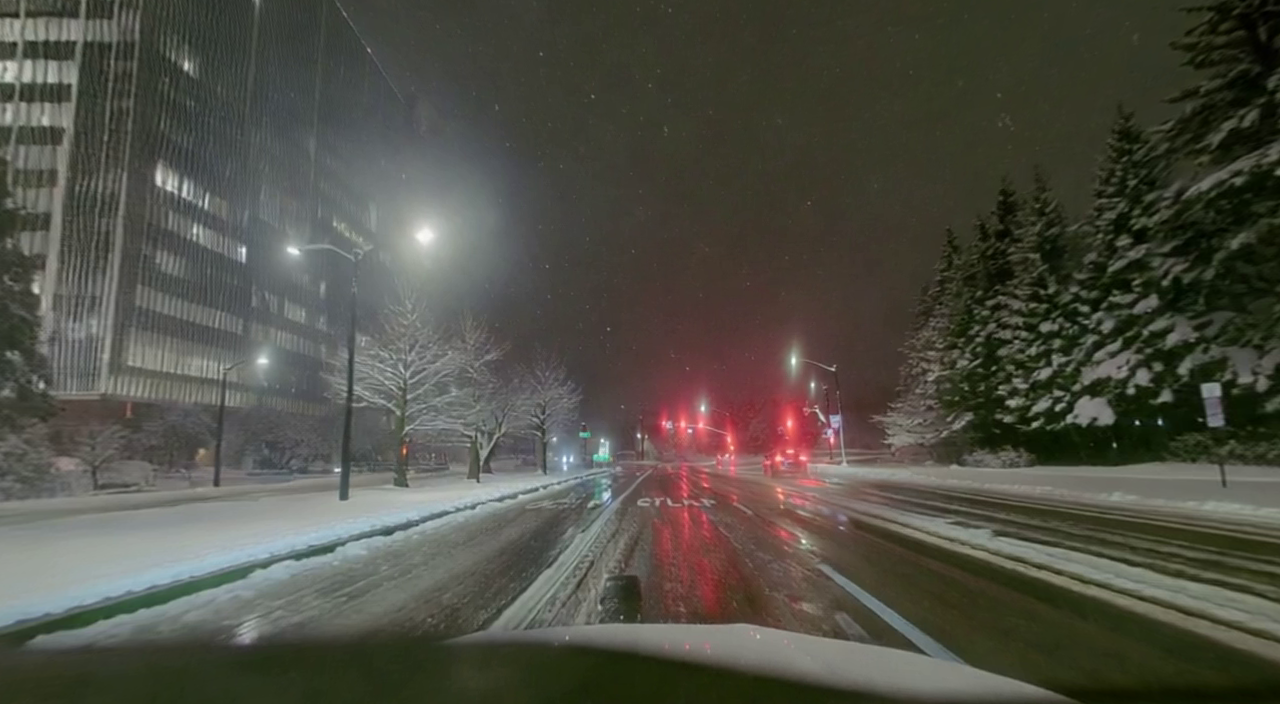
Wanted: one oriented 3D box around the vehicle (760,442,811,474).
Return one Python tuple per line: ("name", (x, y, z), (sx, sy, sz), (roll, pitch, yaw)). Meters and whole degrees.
("vehicle", (9.019, 6.604, 39.571), (2.156, 1.881, 4.743), (0, -9, 1))
